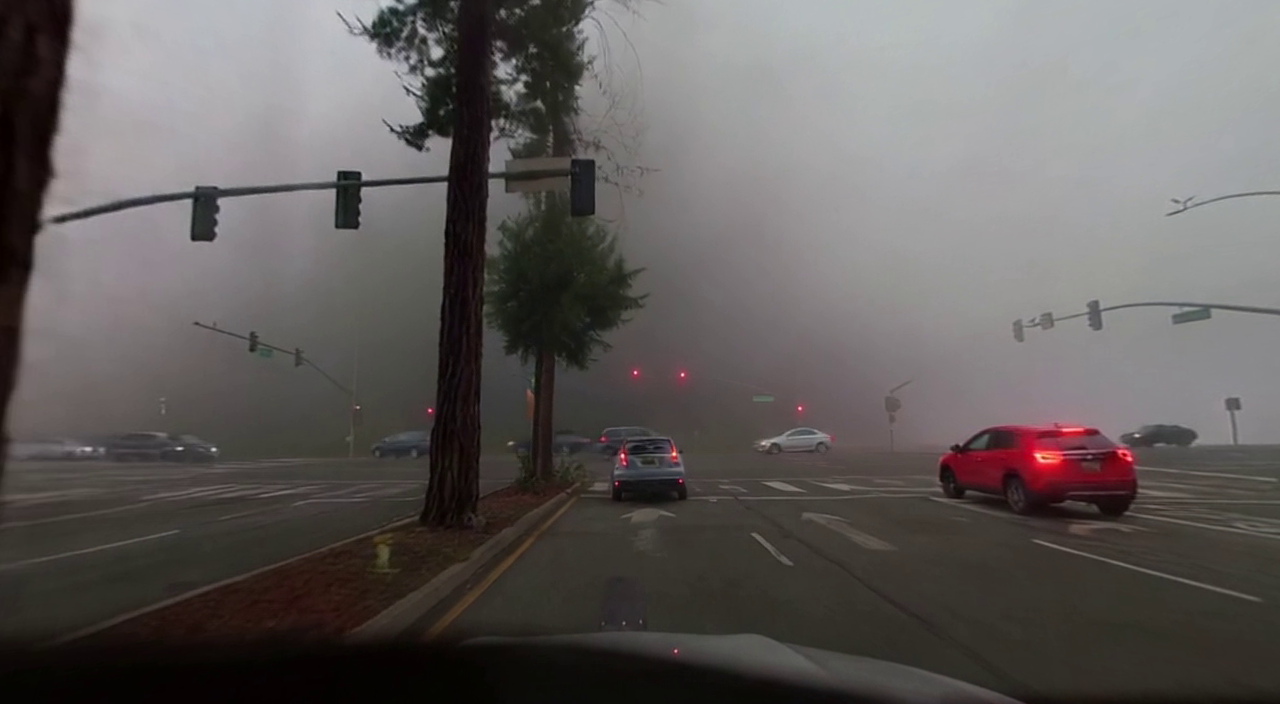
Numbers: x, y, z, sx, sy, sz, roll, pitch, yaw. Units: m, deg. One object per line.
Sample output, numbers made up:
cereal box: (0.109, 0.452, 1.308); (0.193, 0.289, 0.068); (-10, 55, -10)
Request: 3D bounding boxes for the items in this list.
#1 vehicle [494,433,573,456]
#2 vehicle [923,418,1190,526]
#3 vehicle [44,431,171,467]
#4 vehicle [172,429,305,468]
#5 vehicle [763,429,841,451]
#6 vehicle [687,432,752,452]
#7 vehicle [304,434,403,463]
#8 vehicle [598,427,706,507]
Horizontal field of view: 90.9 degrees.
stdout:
vehicle: (-7.036, 6.152, 42.049); (4.944, 1.488, 1.807); (0, -8, 0)
vehicle: (7.175, 2.103, 11.575); (1.901, 1.577, 4.348); (0, -8, 0)
vehicle: (-28.153, 5.139, 33.466); (4.833, 1.784, 2.027); (0, -8, 0)
vehicle: (-19.022, 4.602, 30.031); (4.921, 1.757, 2.036); (-1, -8, 2)
vehicle: (10.723, 5.874, 42.045); (4.667, 1.450, 1.818); (0, -8, 0)
vehicle: (5.821, 6.620, 46.305); (4.507, 1.440, 1.736); (0, -8, -1)
vehicle: (-15.221, 5.140, 33.603); (4.399, 1.445, 1.769); (-1, -8, 2)
vehicle: (0.191, 2.455, 13.883); (2.041, 1.485, 3.813); (0, -8, -1)
